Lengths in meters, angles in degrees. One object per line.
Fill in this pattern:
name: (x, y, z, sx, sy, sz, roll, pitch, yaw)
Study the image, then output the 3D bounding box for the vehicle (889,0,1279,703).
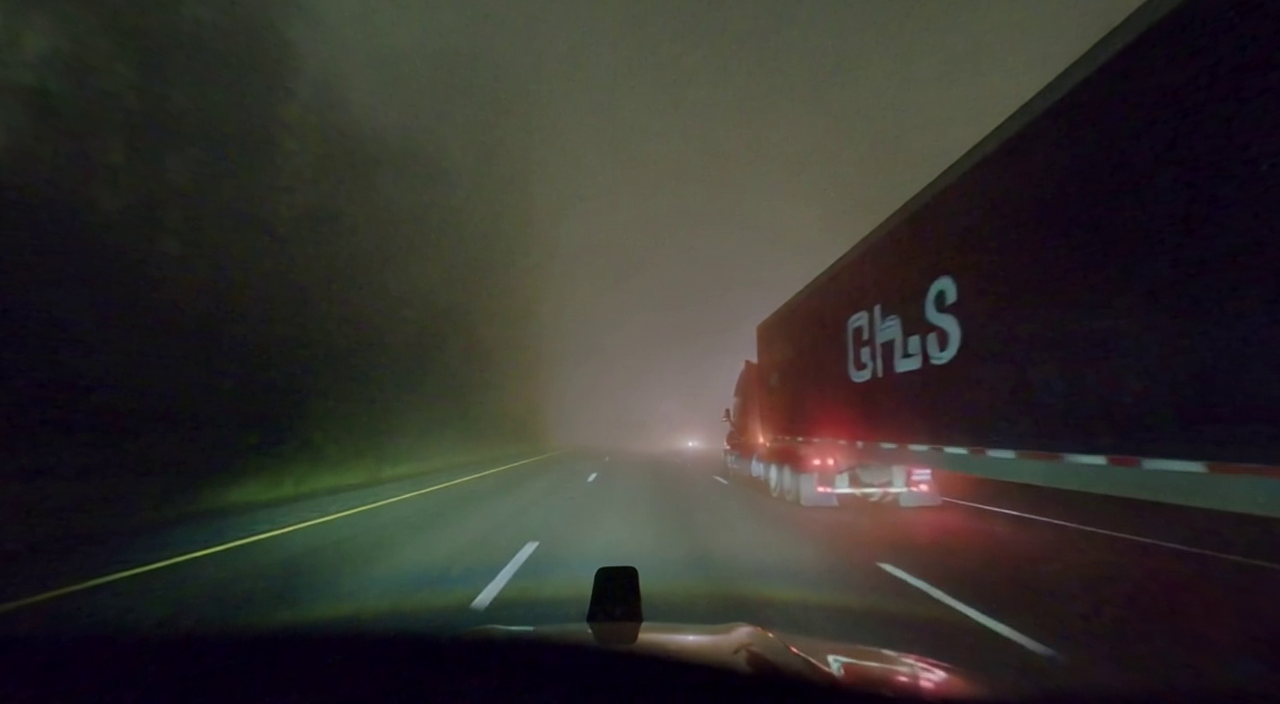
vehicle: (4.560, -0.274, 2.916, 2.932, 4.022, 8.803, 0, -8, -2)
